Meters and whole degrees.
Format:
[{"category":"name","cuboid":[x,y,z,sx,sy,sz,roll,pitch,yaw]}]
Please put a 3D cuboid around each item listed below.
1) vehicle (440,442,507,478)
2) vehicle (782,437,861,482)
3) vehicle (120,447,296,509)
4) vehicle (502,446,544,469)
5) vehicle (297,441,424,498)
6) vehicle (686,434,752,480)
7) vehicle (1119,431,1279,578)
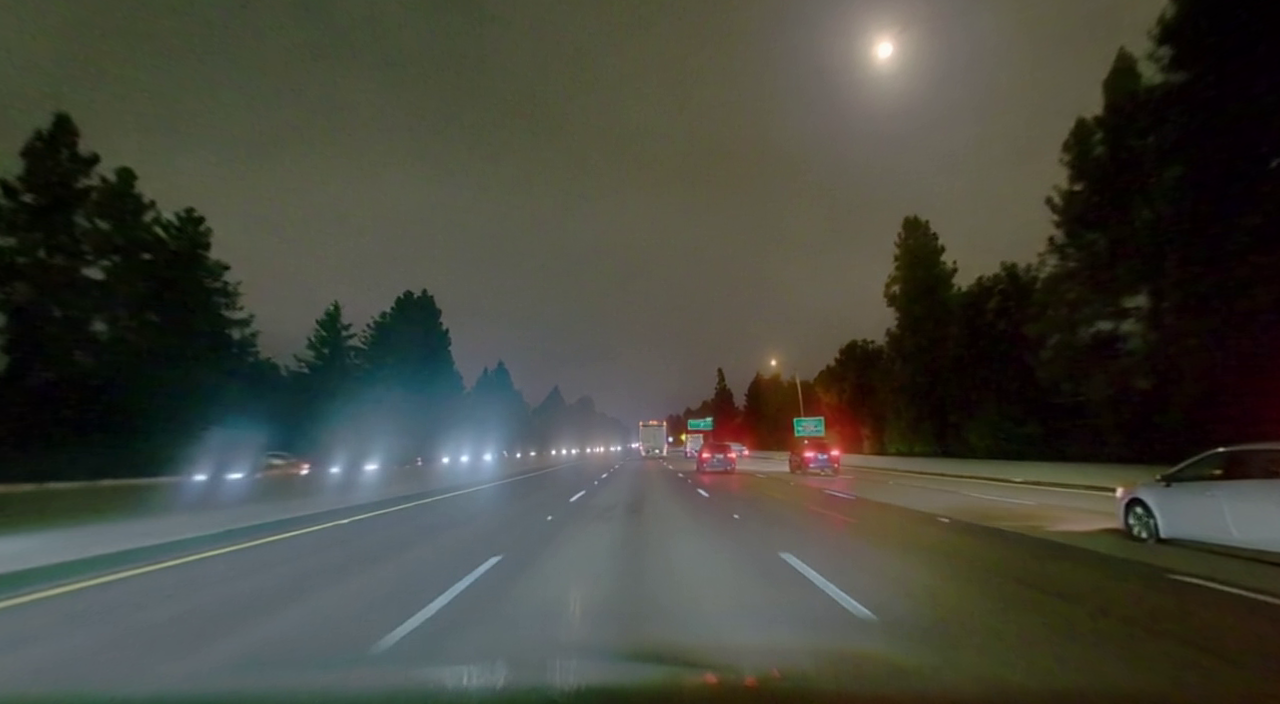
[{"category":"vehicle","cuboid":[-7.963,5.203,30.609,1.997,1.600,4.277,0,-8,1]},{"category":"vehicle","cuboid":[7.491,4.469,26.499,1.976,1.703,4.288,0,-8,-1]},{"category":"vehicle","cuboid":[-12.391,3.603,18.554,1.930,1.549,4.442,0,-8,2]},{"category":"vehicle","cuboid":[-8.056,7.304,43.883,1.958,1.503,4.671,0,-8,1]},{"category":"vehicle","cuboid":[-8.587,3.609,19.885,1.963,1.571,4.318,0,-8,1]},{"category":"vehicle","cuboid":[3.432,4.650,28.250,2.209,1.862,4.717,0,-8,-2]},{"category":"vehicle","cuboid":[7.552,1.504,6.092,2.022,1.488,4.817,0,-8,-1]}]
